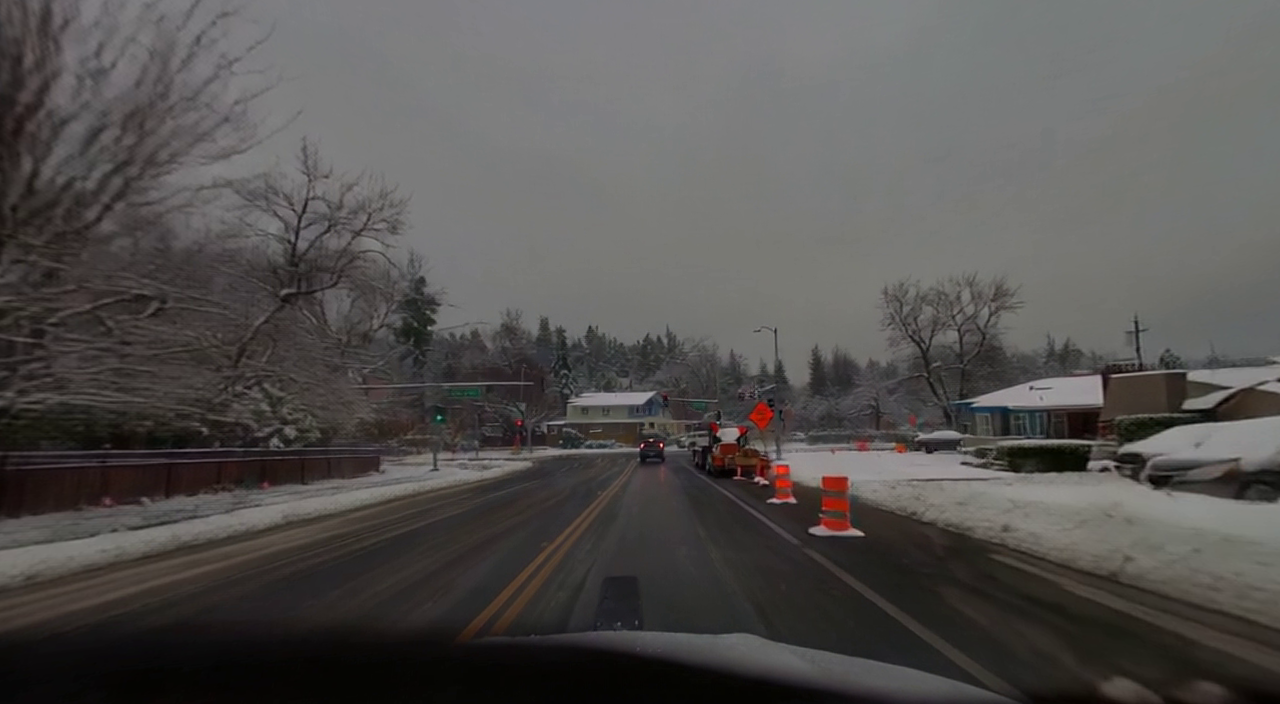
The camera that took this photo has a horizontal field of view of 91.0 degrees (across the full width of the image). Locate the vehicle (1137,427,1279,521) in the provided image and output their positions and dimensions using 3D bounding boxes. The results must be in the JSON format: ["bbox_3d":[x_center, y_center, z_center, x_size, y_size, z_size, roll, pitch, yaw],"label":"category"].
[{"bbox_3d":[11.653,2.073,10.846,4.463,1.466,1.813,0,-9,5],"label":"vehicle"}]

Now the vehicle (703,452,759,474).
[{"bbox_3d":[4.063,5.009,28.483,2.123,0.883,3.024,0,-8,1],"label":"vehicle"}]

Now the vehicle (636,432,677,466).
[{"bbox_3d":[0.870,5.374,34.940,2.151,1.708,4.084,0,-9,0],"label":"vehicle"}]
